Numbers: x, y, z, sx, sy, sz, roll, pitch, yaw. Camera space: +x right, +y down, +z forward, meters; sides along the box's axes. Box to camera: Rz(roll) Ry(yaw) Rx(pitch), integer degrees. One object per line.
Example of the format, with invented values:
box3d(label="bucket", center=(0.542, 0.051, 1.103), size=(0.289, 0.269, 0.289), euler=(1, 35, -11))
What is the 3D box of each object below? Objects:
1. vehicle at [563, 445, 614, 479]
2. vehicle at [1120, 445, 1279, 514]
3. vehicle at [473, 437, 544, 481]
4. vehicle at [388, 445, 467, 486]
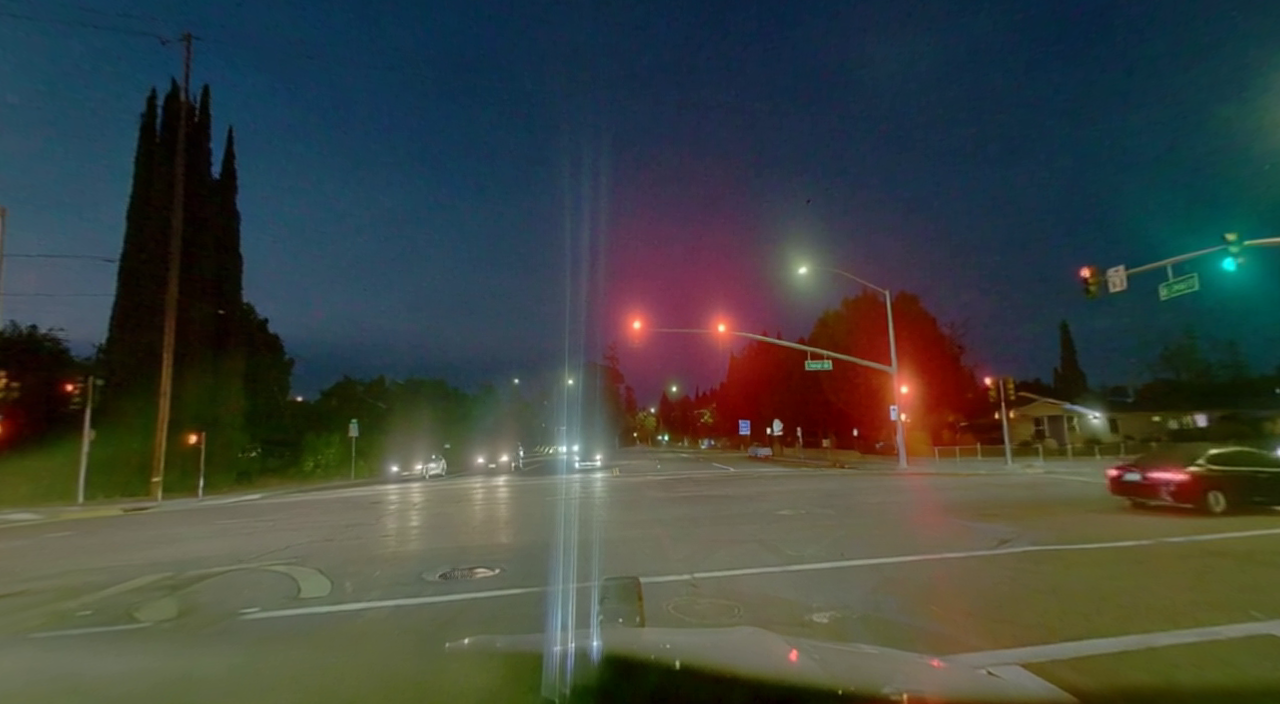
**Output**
box3d(label="vehicle", center=(-2.394, 5.254, 30.562), size=(2.174, 1.477, 4.805), euler=(0, -9, -1))
box3d(label="vehicle", center=(13.805, 2.808, 14.402), size=(4.443, 1.367, 2.197), euler=(2, -9, -16))
box3d(label="vehicle", center=(-6.371, 5.274, 31.426), size=(2.479, 1.977, 5.254), euler=(0, -9, -1))
box3d(label="vehicle", center=(-10.148, 5.442, 30.624), size=(2.241, 1.819, 4.690), euler=(0, -9, -1))
